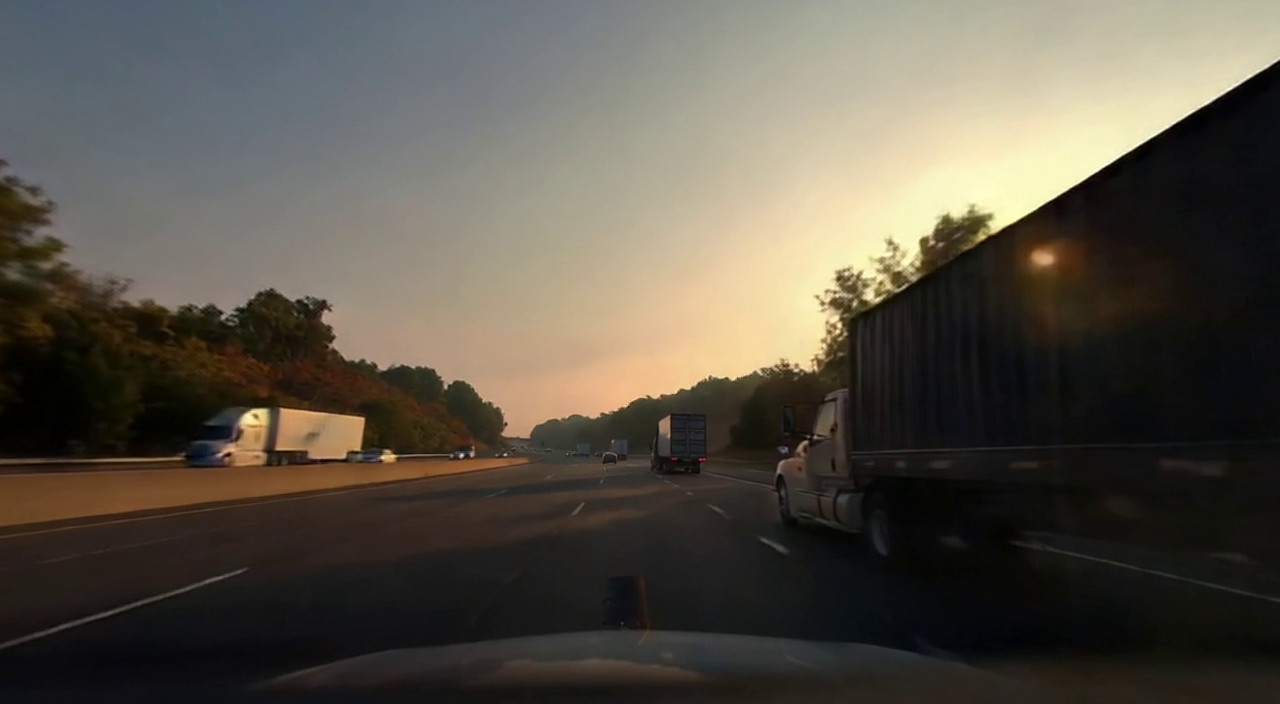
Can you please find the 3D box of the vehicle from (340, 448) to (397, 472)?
[{"bbox_3d":[-17.992,7.175,42.049,1.863,1.512,4.682,0,-9,-1],"label":"vehicle"}]

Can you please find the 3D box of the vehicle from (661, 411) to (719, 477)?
[{"bbox_3d":[3.194,6.258,42.767,2.826,4.035,8.369,0,-9,-3],"label":"vehicle"}]

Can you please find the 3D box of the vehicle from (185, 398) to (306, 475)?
[{"bbox_3d":[-22.223,4.856,36.041,3.018,4.008,5.908,0,-9,-2],"label":"vehicle"}]

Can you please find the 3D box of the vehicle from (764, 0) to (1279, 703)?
[{"bbox_3d":[4.292,0.698,8.181,2.989,3.997,11.037,0,-9,-1],"label":"vehicle"}]
